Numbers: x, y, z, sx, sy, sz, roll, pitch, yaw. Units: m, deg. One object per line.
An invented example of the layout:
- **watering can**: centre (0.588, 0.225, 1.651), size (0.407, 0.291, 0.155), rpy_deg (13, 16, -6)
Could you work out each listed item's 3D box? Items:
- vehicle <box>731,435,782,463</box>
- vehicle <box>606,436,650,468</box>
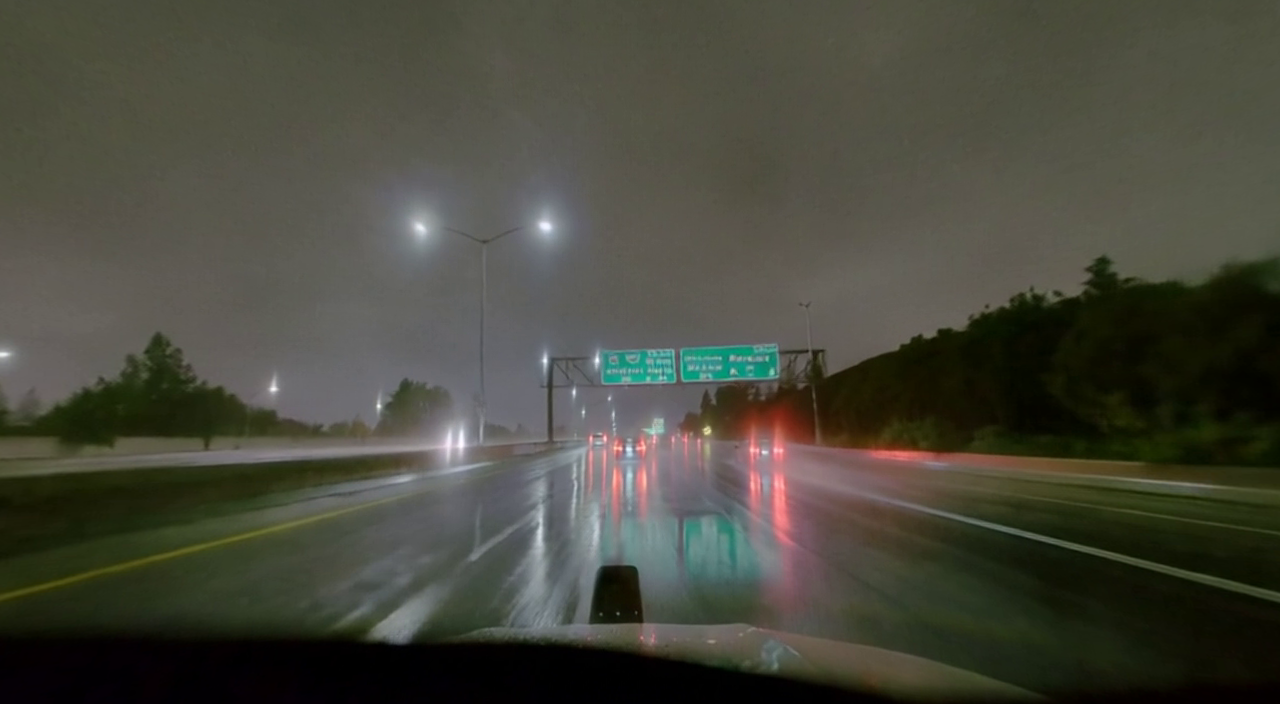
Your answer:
- **vehicle**: centre (6.587, 5.538, 36.062), size (1.935, 1.478, 4.433), rpy_deg (0, -8, -2)
- **vehicle**: centre (-0.589, 4.914, 31.095), size (1.985, 1.457, 4.227), rpy_deg (0, -8, -1)
